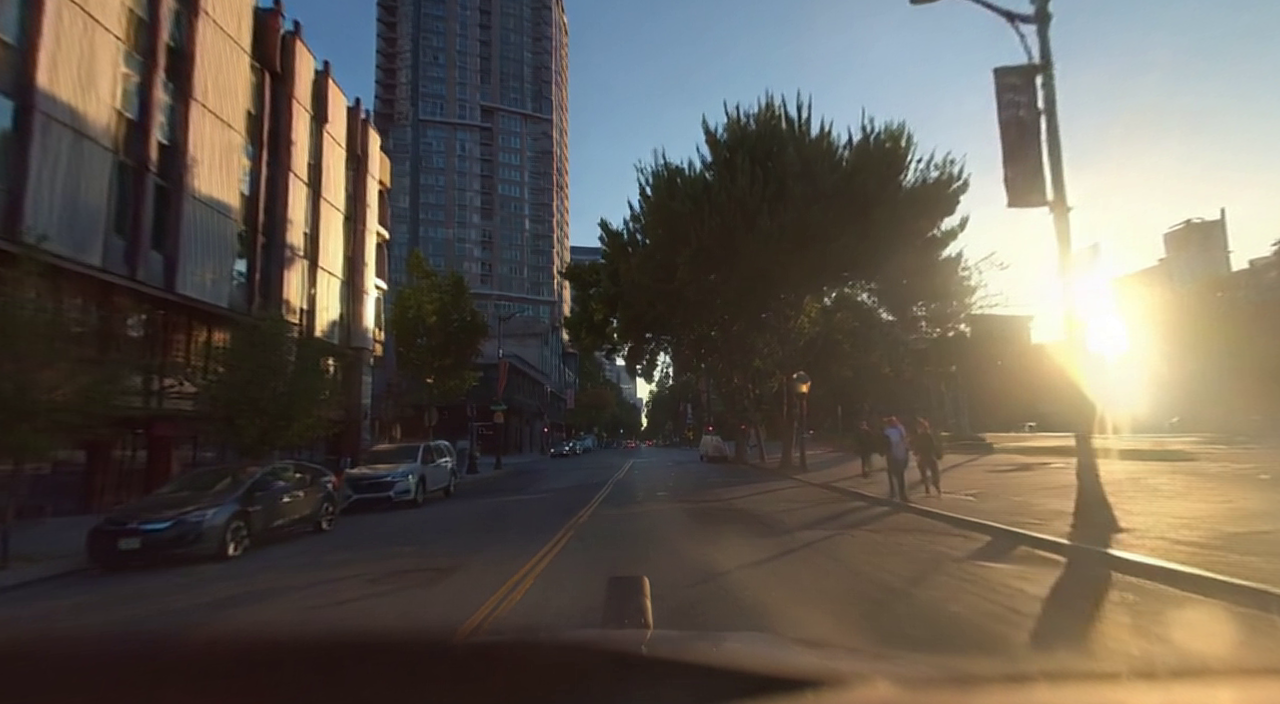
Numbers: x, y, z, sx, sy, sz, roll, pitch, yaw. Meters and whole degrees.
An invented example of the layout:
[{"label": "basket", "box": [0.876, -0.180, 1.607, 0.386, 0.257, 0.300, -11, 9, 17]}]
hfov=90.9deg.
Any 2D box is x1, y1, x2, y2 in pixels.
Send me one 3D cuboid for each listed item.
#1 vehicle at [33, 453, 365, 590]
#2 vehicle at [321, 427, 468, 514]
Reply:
[{"label": "vehicle", "box": [-6.757, 2.578, 10.619, 2.270, 1.539, 4.855, -4, -9, -2]}, {"label": "vehicle", "box": [-6.514, 3.181, 17.428, 2.273, 1.871, 4.920, -4, -9, -2]}]
